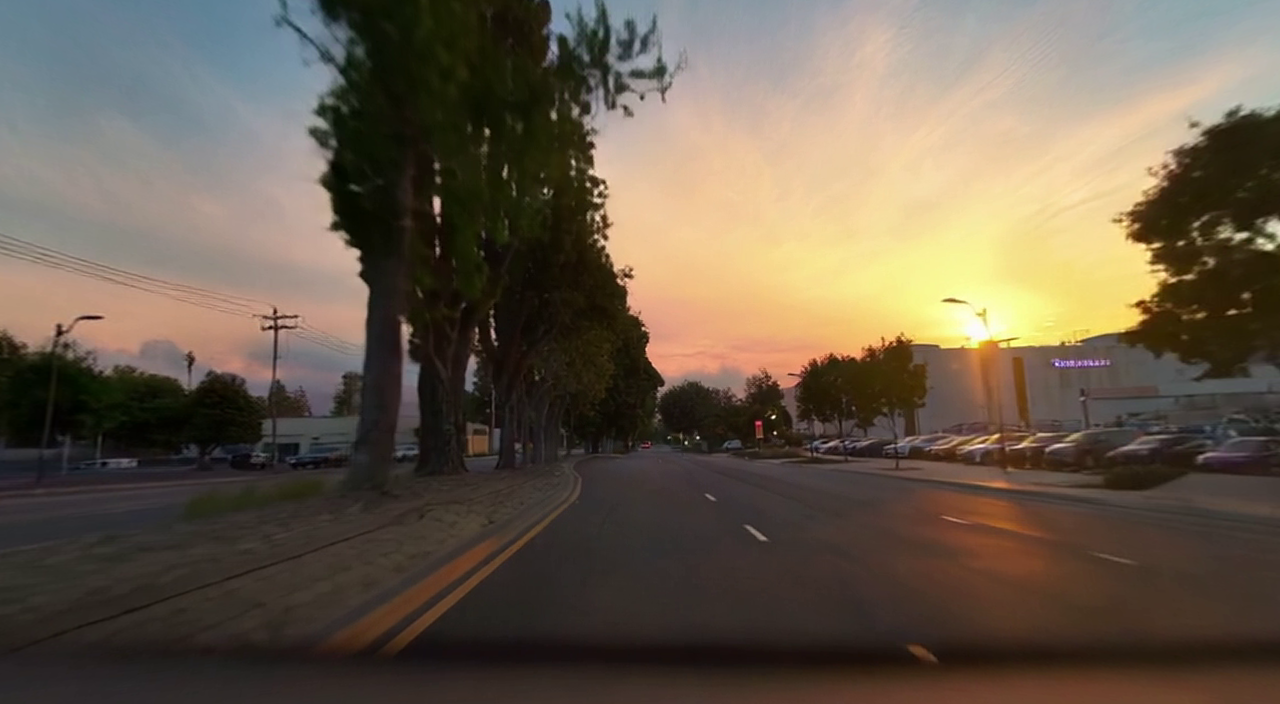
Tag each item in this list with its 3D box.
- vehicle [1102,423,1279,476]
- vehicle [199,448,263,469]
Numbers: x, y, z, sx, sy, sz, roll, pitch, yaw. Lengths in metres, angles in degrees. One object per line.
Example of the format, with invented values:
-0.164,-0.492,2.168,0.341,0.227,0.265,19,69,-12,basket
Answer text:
20.429,3.529,22.896,5.462,1.785,2.323,0,-9,1,vehicle
-31.245,8.113,48.423,1.863,1.525,4.518,0,-9,0,vehicle
